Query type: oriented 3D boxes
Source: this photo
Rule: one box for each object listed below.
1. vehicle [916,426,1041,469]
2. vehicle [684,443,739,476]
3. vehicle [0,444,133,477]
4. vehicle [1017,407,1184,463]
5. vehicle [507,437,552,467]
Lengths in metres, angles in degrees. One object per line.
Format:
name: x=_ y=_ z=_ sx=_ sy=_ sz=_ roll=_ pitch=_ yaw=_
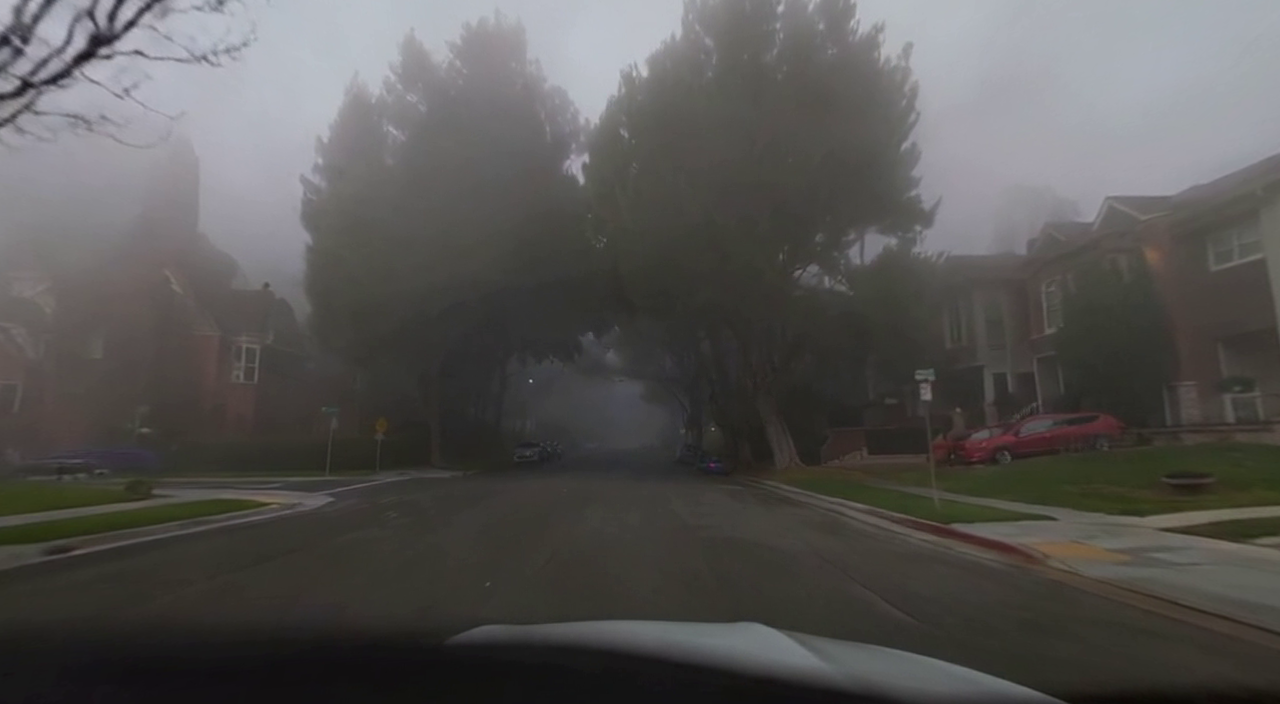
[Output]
vehicle: x=13.070 y=3.756 z=24.743 sx=2.068 sy=1.522 sz=4.810 roll=0 pitch=-9 yaw=-3
vehicle: x=3.334 y=5.136 z=30.334 sx=1.956 sy=1.468 sz=4.698 roll=0 pitch=-9 yaw=-2
vehicle: x=-26.020 y=4.888 z=28.567 sx=4.330 sy=1.430 sz=1.833 roll=0 pitch=-9 yaw=-1
vehicle: x=18.073 y=3.376 z=25.224 sx=2.315 sy=1.991 sz=5.686 roll=0 pitch=-9 yaw=-1
vehicle: x=-7.874 y=7.200 z=45.392 sx=2.230 sy=2.025 sz=4.977 roll=0 pitch=-9 yaw=1
